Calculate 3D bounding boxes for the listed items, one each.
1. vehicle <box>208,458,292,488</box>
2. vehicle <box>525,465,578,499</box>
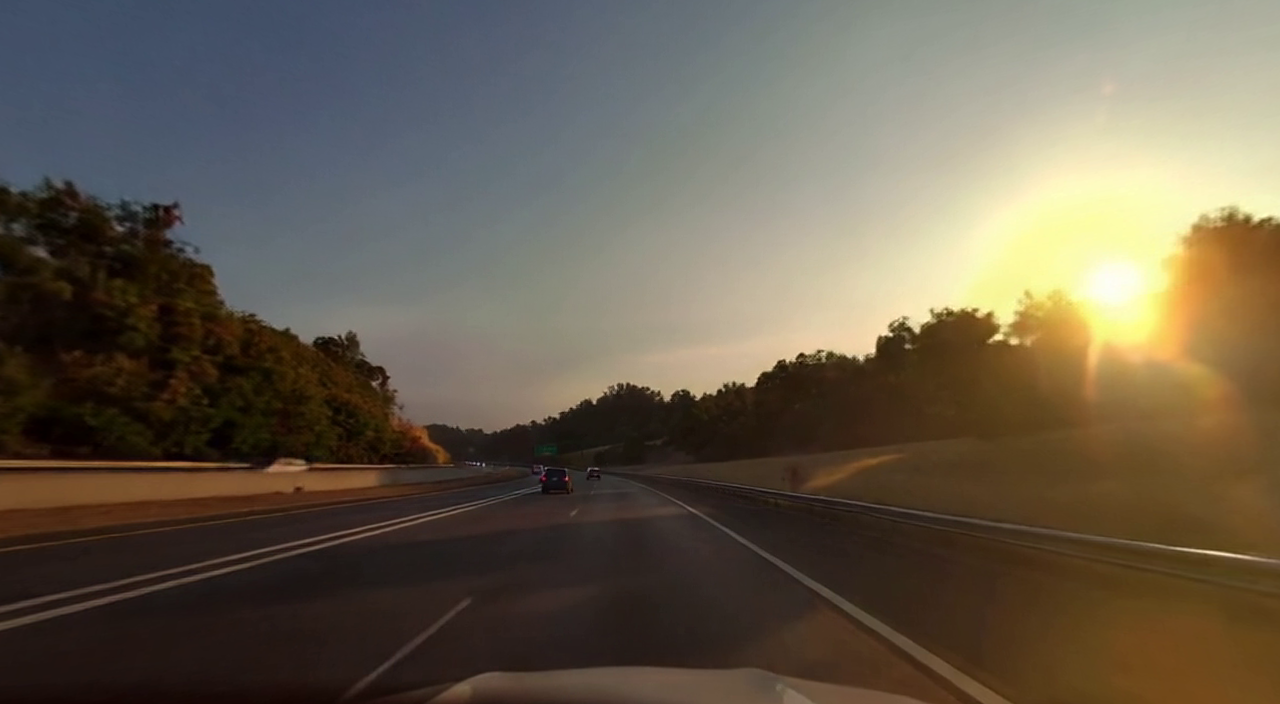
[{"bbox_3d":[-21.514,6.689,34.988,2.038,1.509,4.205,1,-10,-2],"label":"vehicle"},{"bbox_3d":[-4.394,6.544,31.977,2.115,1.546,4.638,1,-10,-2],"label":"vehicle"}]
